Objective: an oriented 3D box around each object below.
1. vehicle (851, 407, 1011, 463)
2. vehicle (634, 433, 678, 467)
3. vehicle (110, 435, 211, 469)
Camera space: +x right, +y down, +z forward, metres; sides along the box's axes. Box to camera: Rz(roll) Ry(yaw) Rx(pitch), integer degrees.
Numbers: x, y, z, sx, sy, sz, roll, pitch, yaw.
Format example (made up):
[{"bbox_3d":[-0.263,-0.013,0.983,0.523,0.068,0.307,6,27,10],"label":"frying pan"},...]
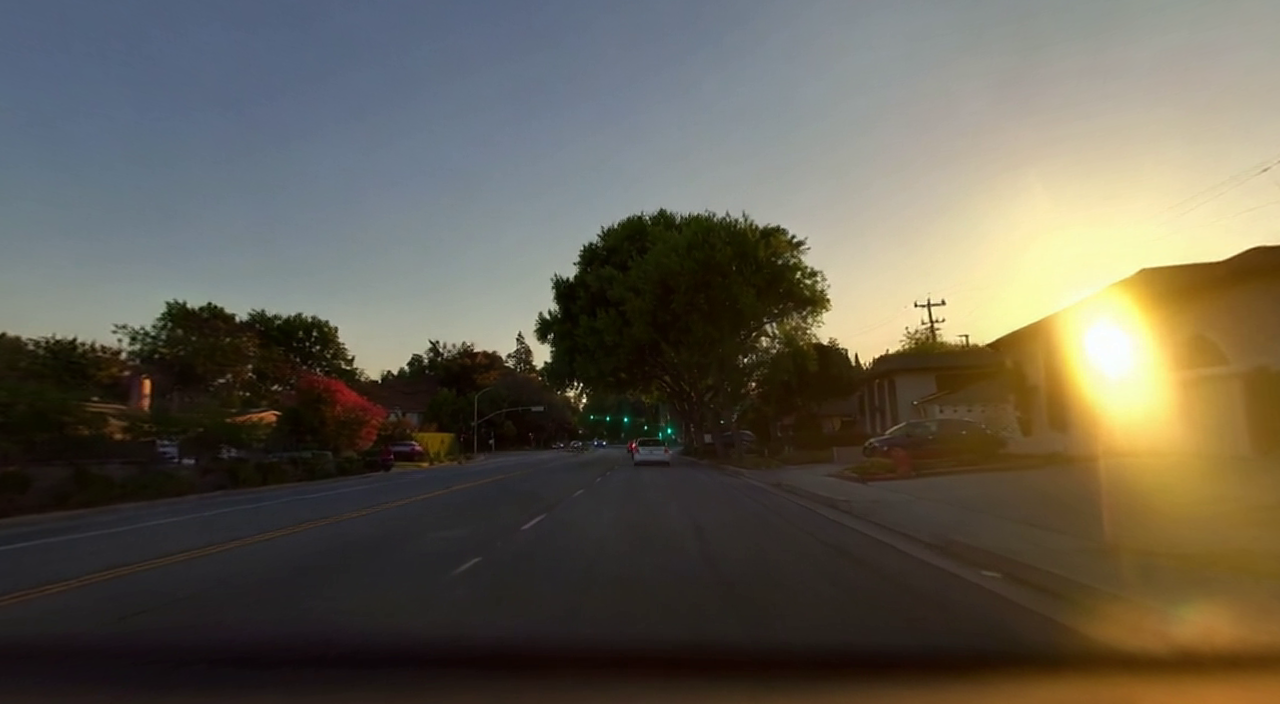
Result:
[{"bbox_3d":[10.376,3.001,22.759,4.746,1.485,1.916,-5,-8,0],"label":"vehicle"},{"bbox_3d":[0.793,4.920,31.683,2.088,1.607,3.903,0,-8,1],"label":"vehicle"},{"bbox_3d":[-28.255,5.847,37.124,5.100,1.864,2.490,-4,-9,25],"label":"vehicle"}]
